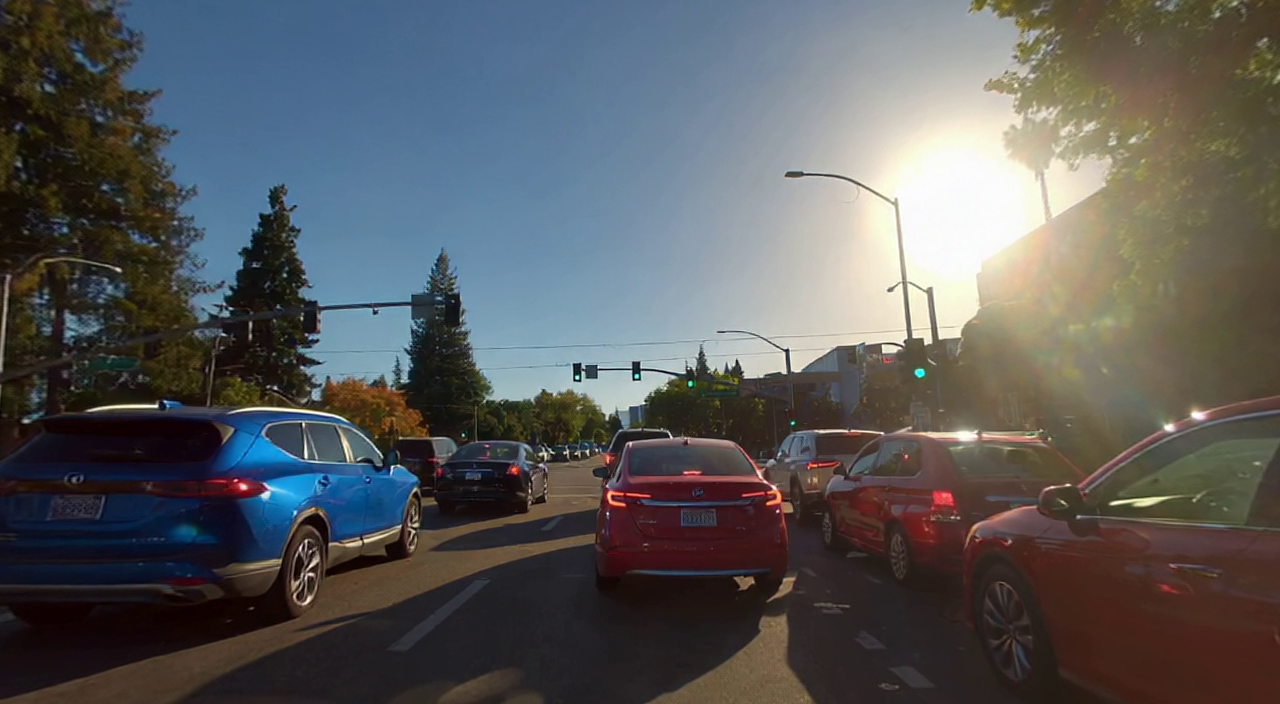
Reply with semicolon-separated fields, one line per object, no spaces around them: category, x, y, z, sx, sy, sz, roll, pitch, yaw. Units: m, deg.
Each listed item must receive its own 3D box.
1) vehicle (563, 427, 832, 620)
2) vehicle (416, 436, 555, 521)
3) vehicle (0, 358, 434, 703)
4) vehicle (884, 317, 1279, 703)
vehicle;0.433;1.610;6.841;2.051;1.460;3.932;0;-8;0
vehicle;-3.075;2.587;13.424;1.868;1.516;4.114;0;-8;1
vehicle;-3.454;1.224;5.294;1.889;1.767;4.289;0;-8;1
vehicle;3.040;0.918;3.069;1.880;1.747;4.500;0;-8;0
